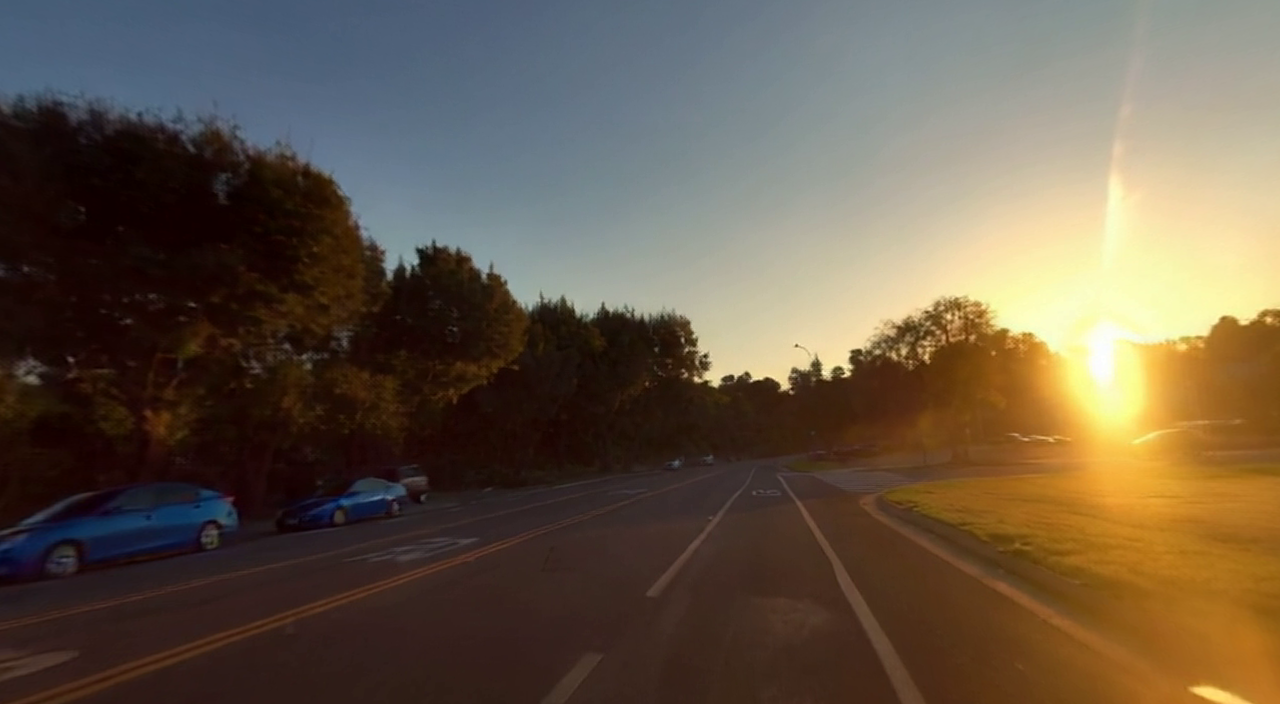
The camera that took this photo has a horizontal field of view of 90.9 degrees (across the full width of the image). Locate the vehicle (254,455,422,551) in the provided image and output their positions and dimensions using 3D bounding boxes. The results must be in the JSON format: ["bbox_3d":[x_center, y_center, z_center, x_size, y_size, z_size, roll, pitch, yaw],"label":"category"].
[{"bbox_3d":[-8.660,4.297,18.596,2.087,1.700,4.467,-6,-2,11],"label":"vehicle"}]

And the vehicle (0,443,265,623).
[{"bbox_3d":[-10.071,3.154,12.028,2.159,1.959,5.179,-6,-1,6],"label":"vehicle"}]
